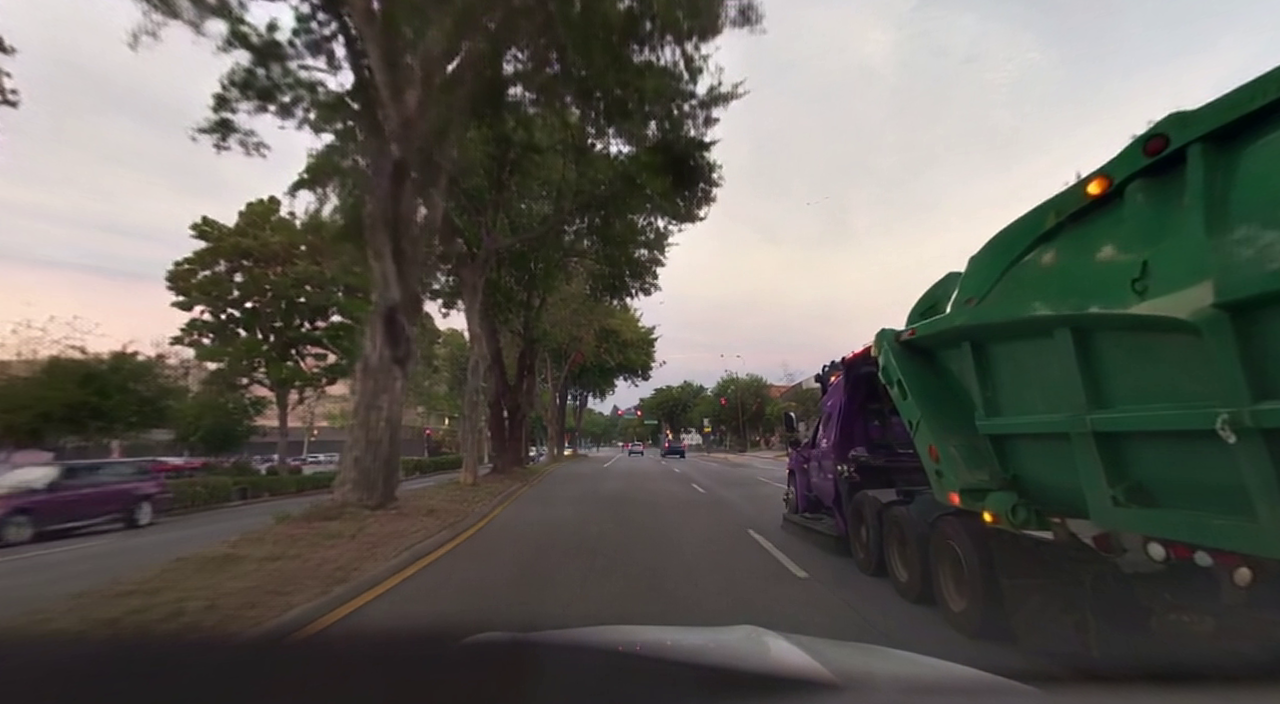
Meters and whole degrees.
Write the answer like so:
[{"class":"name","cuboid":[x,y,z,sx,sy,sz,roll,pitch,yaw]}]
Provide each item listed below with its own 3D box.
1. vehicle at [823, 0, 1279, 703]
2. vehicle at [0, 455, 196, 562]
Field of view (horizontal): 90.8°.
[{"class":"vehicle","cuboid":[3.889,0.058,2.910,2.731,3.407,10.262,0,-9,-2]},{"class":"vehicle","cuboid":[-13.394,3.398,14.631,2.290,1.943,5.833,0,-9,-4]}]
